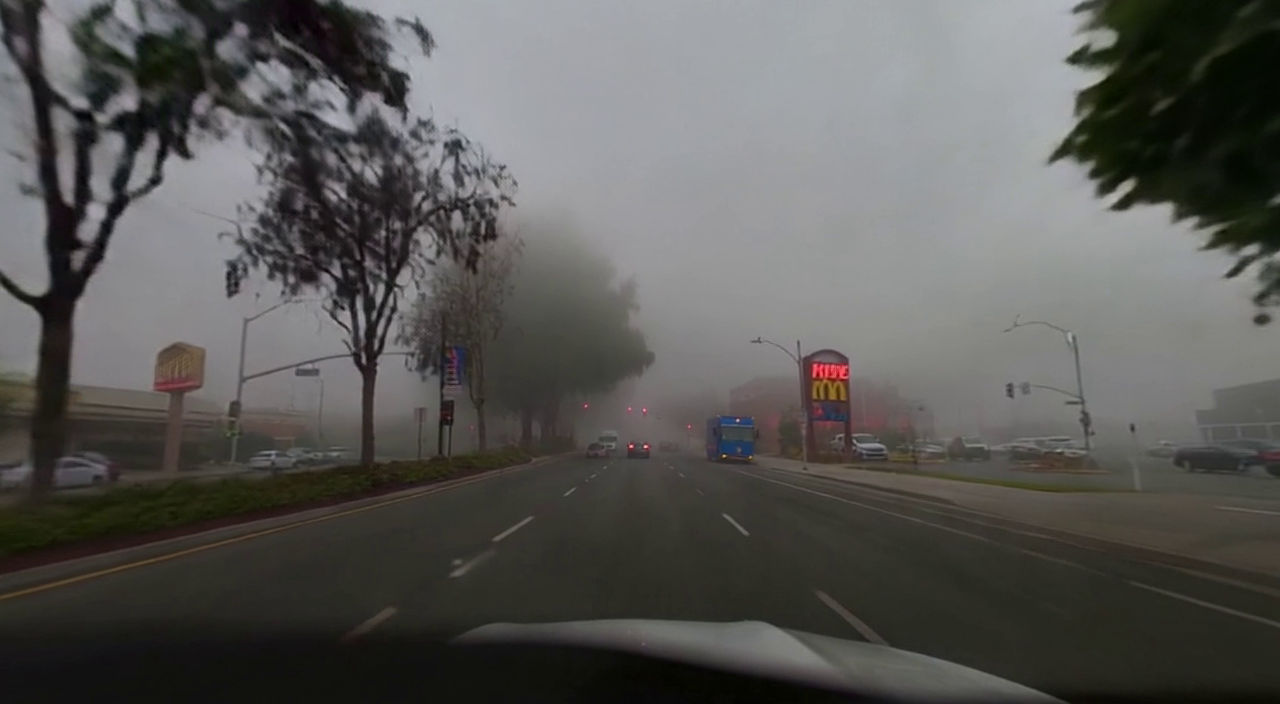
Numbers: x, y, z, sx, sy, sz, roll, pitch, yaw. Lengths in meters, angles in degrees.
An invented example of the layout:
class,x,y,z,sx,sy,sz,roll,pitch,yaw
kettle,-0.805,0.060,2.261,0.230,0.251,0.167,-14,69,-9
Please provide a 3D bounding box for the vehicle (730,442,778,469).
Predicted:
class,x,y,z,sx,sy,sz,roll,pitch,yaw
vehicle,6.624,6.055,37.210,1.980,1.473,4.537,0,-8,0

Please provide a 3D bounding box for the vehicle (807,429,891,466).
class,x,y,z,sx,sy,sz,roll,pitch,yaw
vehicle,13.590,6.163,40.816,5.354,2.214,2.504,6,-11,-38

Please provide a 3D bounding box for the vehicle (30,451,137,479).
class,x,y,z,sx,sy,sz,roll,pitch,yaw
vehicle,-31.365,6.375,35.583,4.566,1.484,2.051,-2,-9,12

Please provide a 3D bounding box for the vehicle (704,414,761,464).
class,x,y,z,sx,sy,sz,roll,pitch,yaw
vehicle,6.658,6.445,46.483,2.891,3.361,7.843,0,-8,-1

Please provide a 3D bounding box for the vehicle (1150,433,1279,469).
class,x,y,z,sx,sy,sz,roll,pitch,yaw
vehicle,28.655,4.941,31.388,4.589,1.524,1.999,-6,-7,26

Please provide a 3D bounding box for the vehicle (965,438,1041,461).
class,x,y,z,sx,sy,sz,roll,pitch,yaw
vehicle,25.884,6.997,45.147,4.545,1.571,1.769,-5,-9,25

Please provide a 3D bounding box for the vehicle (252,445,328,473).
class,x,y,z,sx,sy,sz,roll,pitch,yaw
vehicle,-22.926,6.996,41.567,1.936,1.654,4.857,-1,-8,4

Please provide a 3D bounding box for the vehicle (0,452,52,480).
class,x,y,z,sx,sy,sz,roll,pitch,yaw
vehicle,-36.691,6.560,36.315,4.232,1.477,1.772,-2,-9,10

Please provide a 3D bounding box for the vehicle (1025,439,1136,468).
class,x,y,z,sx,sy,sz,roll,pitch,yaw
vehicle,23.900,5.544,34.424,4.744,1.481,1.855,-6,-10,33
